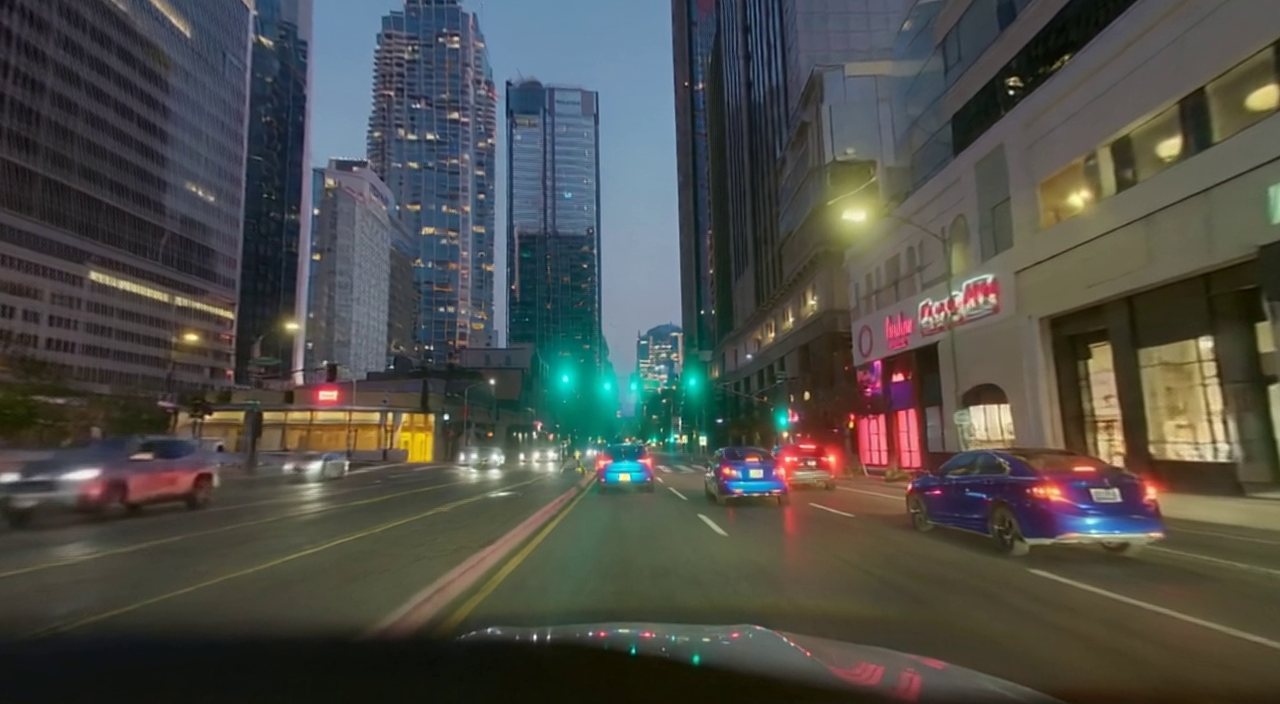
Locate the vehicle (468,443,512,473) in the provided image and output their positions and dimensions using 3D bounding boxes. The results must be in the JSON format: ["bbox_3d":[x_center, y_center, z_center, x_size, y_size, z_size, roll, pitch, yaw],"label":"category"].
[{"bbox_3d":[-9.839,6.976,41.767,1.827,1.787,4.474,0,-9,-1],"label":"vehicle"}]

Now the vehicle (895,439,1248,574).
[{"bbox_3d":[5.833,2.101,9.507,1.914,1.484,4.639,0,-9,-2],"label":"vehicle"}]

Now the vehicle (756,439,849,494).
[{"bbox_3d":[5.690,4.077,22.801,2.015,1.745,4.444,0,-9,-2],"label":"vehicle"}]

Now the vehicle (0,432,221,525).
[{"bbox_3d":[-12.427,2.858,14.850,1.861,1.780,4.814,0,-9,-1],"label":"vehicle"}]

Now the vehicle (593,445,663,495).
[{"bbox_3d":[-0.422,3.825,20.846,2.096,1.457,4.160,0,-9,-2],"label":"vehicle"}]

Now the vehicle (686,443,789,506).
[{"bbox_3d":[2.522,3.306,17.500,1.987,1.484,4.427,0,-9,-2],"label":"vehicle"}]

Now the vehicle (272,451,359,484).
[{"bbox_3d":[-16.097,5.746,31.667,2.017,1.460,4.556,0,-9,-1],"label":"vehicle"}]
